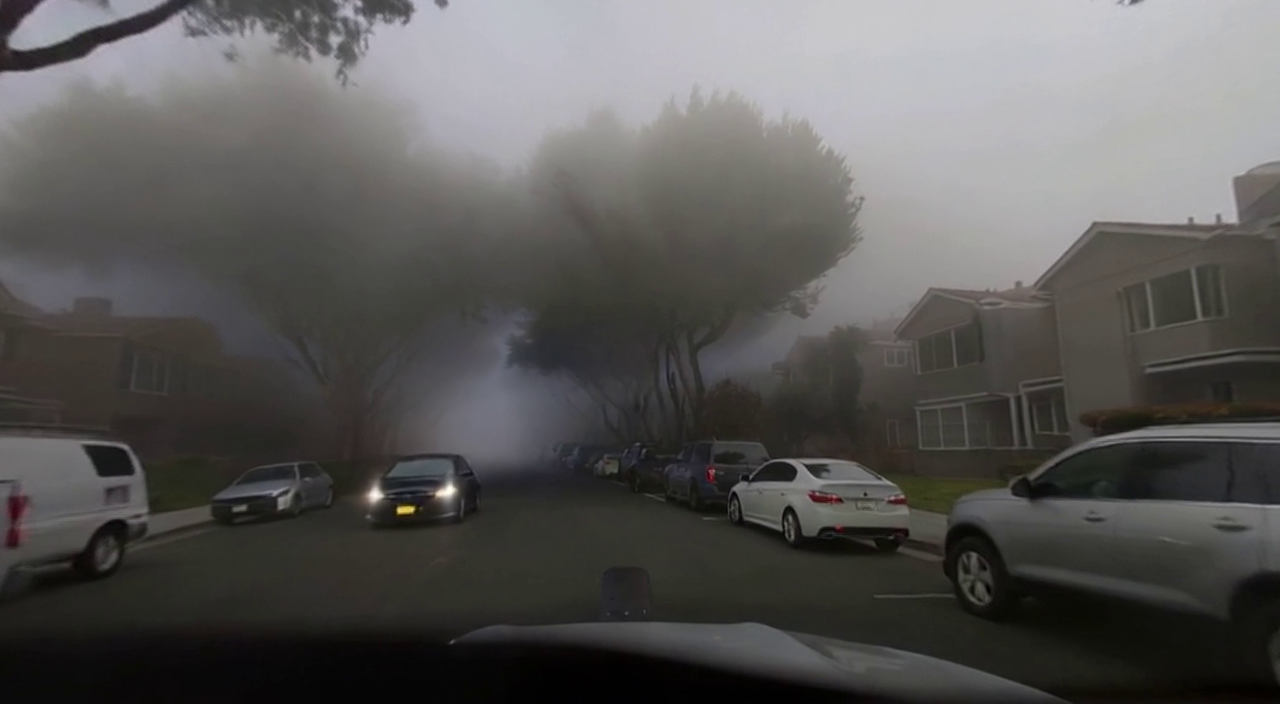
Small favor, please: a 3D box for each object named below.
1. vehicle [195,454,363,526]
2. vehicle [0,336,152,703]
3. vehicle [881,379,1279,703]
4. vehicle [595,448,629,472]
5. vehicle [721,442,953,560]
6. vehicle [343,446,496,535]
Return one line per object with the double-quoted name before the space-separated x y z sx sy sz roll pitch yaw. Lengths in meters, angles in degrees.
"vehicle" -8.803 3.343 15.953 2.119 1.476 4.588 1 -9 -9
"vehicle" -4.447 0.729 2.057 2.197 2.047 4.985 1 -9 -8
"vehicle" 3.830 1.221 4.453 1.937 1.722 4.575 1 -9 -7
"vehicle" -2.236 8.325 48.789 2.114 1.787 4.783 1 -9 -9
"vehicle" 2.957 2.334 10.708 1.876 1.538 4.447 1 -9 -10
"vehicle" -4.286 2.725 13.093 1.971 1.476 4.593 1 -9 -6
